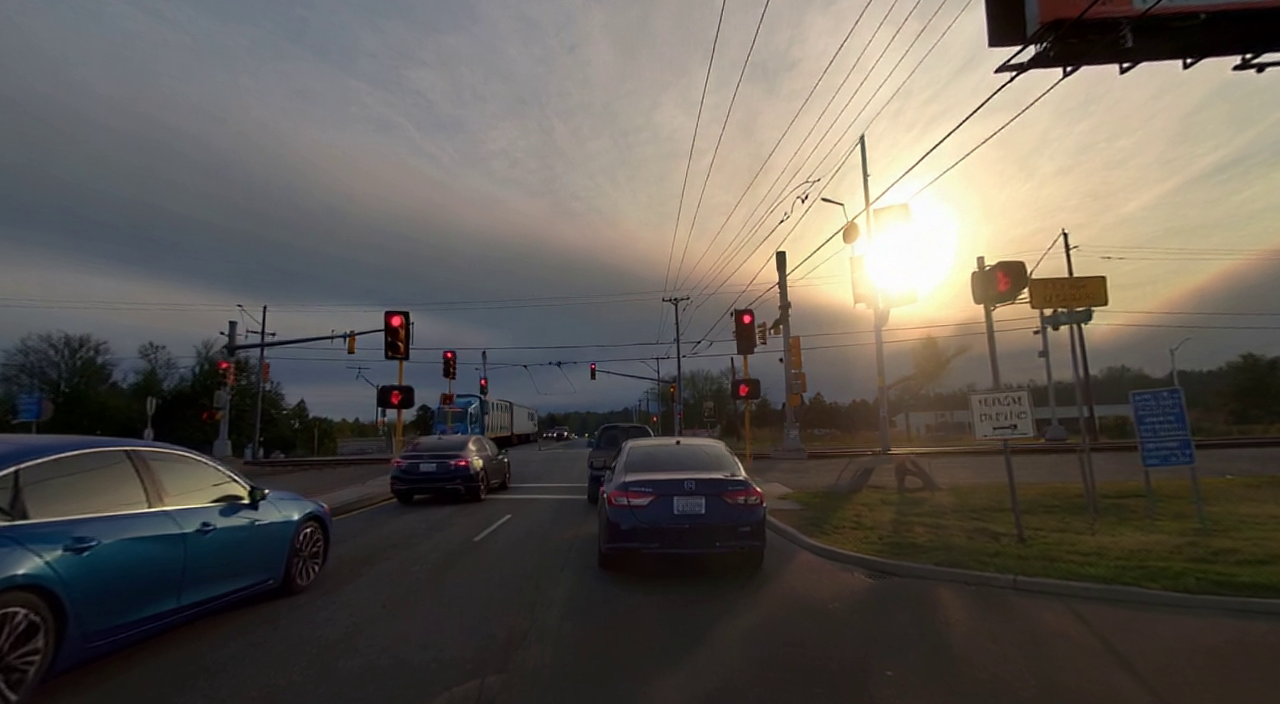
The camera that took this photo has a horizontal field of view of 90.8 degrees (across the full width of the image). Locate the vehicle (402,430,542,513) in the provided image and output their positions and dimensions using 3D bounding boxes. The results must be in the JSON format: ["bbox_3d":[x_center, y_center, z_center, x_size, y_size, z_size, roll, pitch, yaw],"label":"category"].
[{"bbox_3d":[-3.369,2.481,13.552,1.984,1.505,3.982,0,-9,-1],"label":"vehicle"}]

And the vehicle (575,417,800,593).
[{"bbox_3d":[0.323,1.652,7.653,1.998,1.529,3.960,0,-9,-3],"label":"vehicle"}]

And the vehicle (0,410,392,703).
[{"bbox_3d":[-3.711,1.277,4.602,1.956,1.468,4.585,0,-8,0],"label":"vehicle"}]
